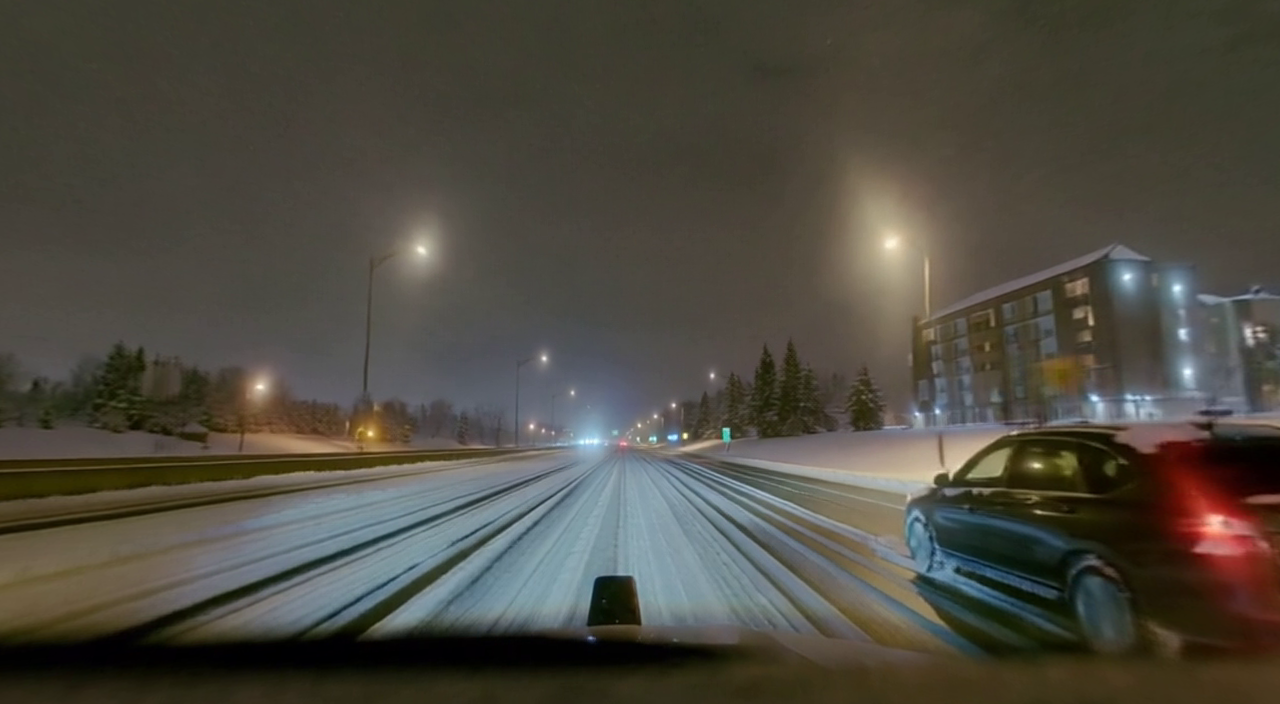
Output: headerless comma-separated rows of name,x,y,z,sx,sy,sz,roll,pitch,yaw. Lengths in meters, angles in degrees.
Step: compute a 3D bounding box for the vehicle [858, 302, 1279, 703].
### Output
vehicle,3.536,0.970,4.286,2.212,1.753,5.064,0,-9,-1
